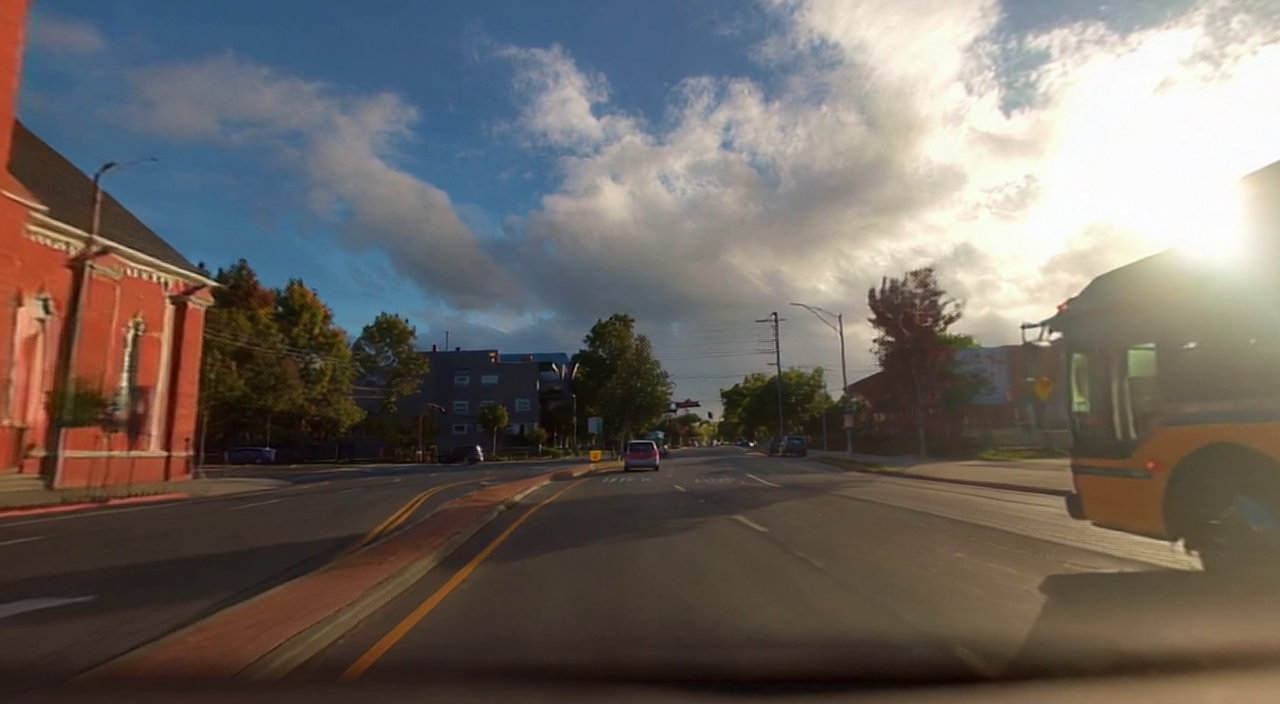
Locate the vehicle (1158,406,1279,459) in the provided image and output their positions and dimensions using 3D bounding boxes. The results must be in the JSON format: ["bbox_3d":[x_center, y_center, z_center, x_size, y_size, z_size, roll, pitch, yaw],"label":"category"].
[{"bbox_3d":[25.378,3.461,27.188,4.262,2.188,2.087,0,-7,-1],"label":"vehicle"}]

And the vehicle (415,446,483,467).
[{"bbox_3d":[-14.046,7.688,46.685,2.210,1.493,4.430,-6,-10,33],"label":"vehicle"}]

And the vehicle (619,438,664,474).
[{"bbox_3d":[0.132,5.049,30.792,2.032,1.621,4.082,0,-8,2],"label":"vehicle"}]
